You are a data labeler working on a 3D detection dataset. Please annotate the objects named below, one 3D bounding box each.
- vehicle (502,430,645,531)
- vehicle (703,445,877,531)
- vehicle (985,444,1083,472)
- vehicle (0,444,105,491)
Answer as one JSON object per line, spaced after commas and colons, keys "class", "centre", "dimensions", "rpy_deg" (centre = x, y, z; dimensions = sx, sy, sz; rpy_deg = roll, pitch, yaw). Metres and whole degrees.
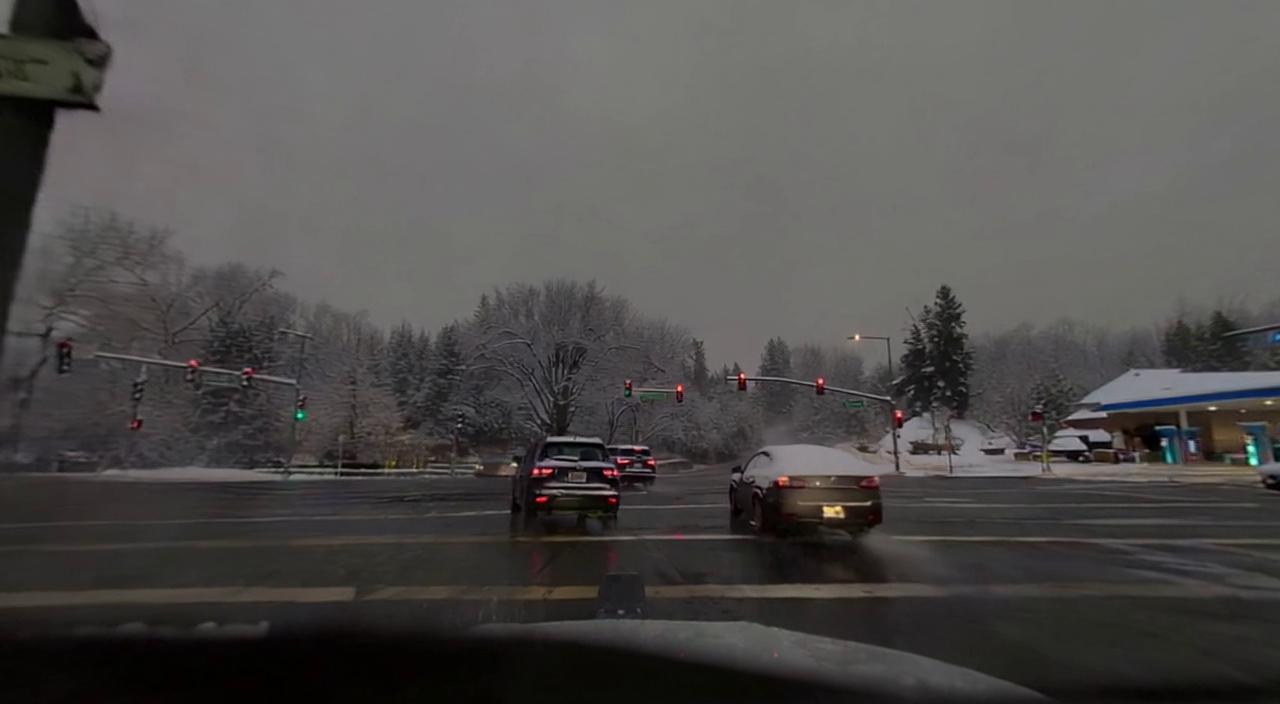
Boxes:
{"class": "vehicle", "centre": [-1.624, 2.612, 13.546], "dimensions": [2.351, 1.733, 4.616], "rpy_deg": [2, -9, -14]}
{"class": "vehicle", "centre": [2.867, 2.709, 13.355], "dimensions": [1.965, 1.460, 4.581], "rpy_deg": [1, -9, -9]}
{"class": "vehicle", "centre": [25.820, 6.975, 41.630], "dimensions": [4.952, 1.745, 2.184], "rpy_deg": [-2, -9, 15]}
{"class": "vehicle", "centre": [-26.721, 5.067, 27.659], "dimensions": [4.658, 1.911, 2.162], "rpy_deg": [-2, -9, 4]}
